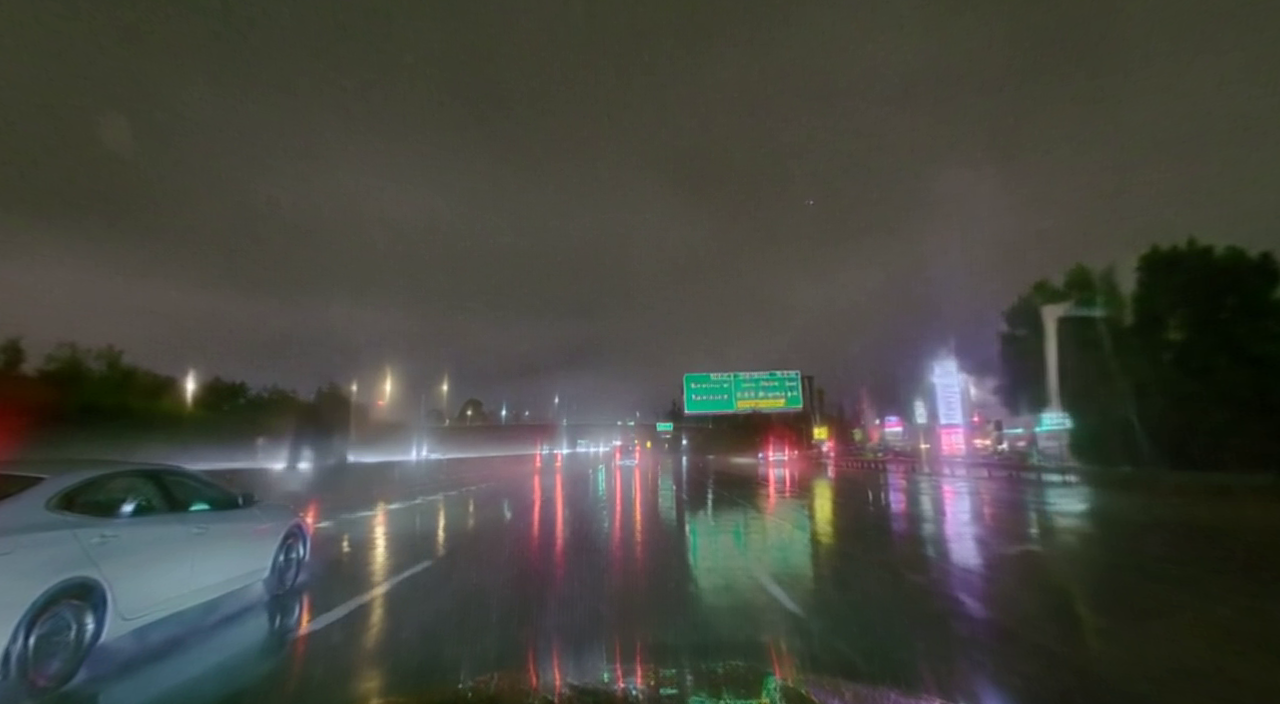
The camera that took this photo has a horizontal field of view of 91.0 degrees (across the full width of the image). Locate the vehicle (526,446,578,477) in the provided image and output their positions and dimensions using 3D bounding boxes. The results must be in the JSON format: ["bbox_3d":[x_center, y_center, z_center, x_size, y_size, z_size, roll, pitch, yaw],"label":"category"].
[{"bbox_3d":[-4.605,5.821,33.711,2.071,1.553,4.388,0,-9,1],"label":"vehicle"}]

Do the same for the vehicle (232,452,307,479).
[{"bbox_3d":[-22.374,6.830,38.243,1.923,1.488,4.300,0,-9,0],"label":"vehicle"}]

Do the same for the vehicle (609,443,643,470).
[{"bbox_3d":[-0.896,6.997,42.162,2.102,1.692,4.057,0,-9,1],"label":"vehicle"}]

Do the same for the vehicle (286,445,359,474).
[{"bbox_3d":[-18.555,6.281,37.039,2.024,1.594,4.333,0,-9,0],"label":"vehicle"}]
